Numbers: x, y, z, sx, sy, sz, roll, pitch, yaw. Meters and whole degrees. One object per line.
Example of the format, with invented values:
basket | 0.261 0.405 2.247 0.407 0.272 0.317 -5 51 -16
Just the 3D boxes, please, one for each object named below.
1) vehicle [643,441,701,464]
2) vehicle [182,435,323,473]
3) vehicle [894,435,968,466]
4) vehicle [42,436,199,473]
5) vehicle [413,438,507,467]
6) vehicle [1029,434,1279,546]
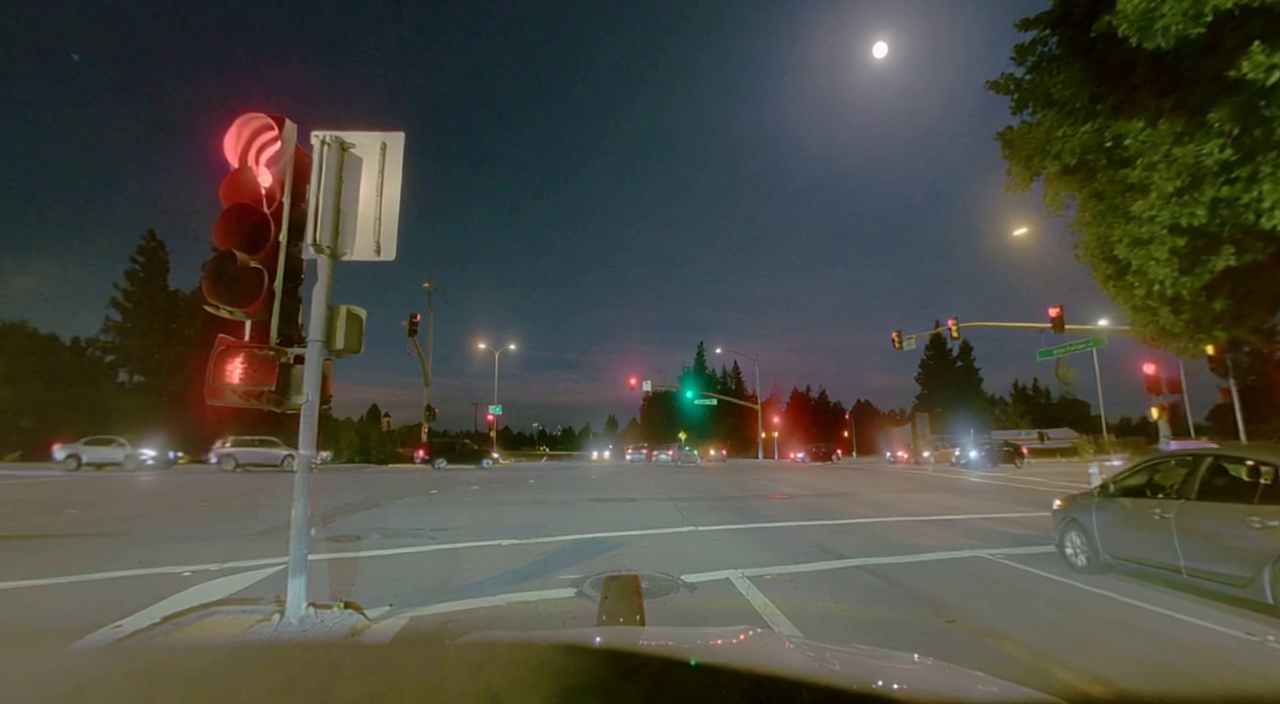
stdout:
vehicle | 2.274 6.867 43.454 1.935 1.476 4.849 -5 -10 30
vehicle | -16.100 4.268 26.561 4.671 1.465 1.934 3 -9 -21
vehicle | 15.844 5.393 34.649 2.001 1.561 4.481 0 -8 1
vehicle | -22.258 4.412 27.314 4.709 1.514 1.985 3 -9 -18
vehicle | -9.953 5.574 35.150 4.580 1.472 1.891 7 -11 -40
vehicle | 9.292 2.288 11.073 1.993 1.505 4.721 3 -9 0
